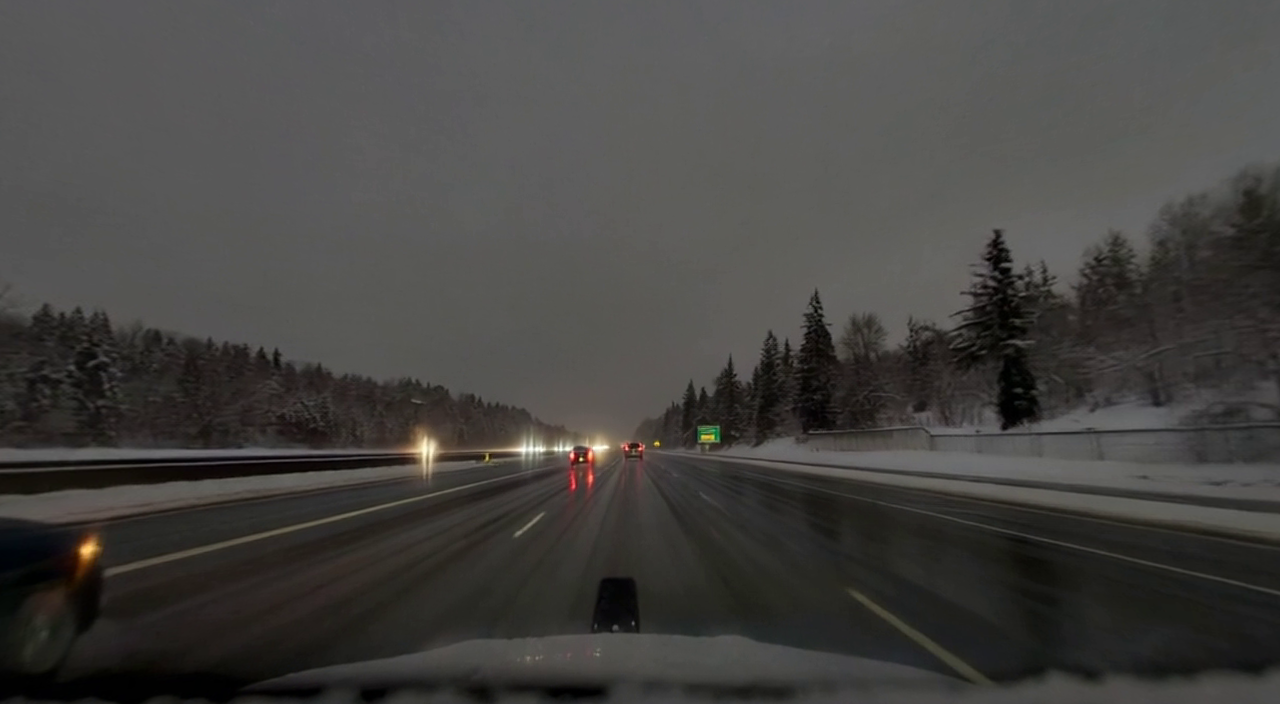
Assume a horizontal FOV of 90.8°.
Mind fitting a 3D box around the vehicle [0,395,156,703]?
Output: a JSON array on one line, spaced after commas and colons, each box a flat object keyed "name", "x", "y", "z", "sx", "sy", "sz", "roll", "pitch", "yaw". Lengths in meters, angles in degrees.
[{"name": "vehicle", "x": -3.948, "y": 0.731, "z": 1.225, "sx": 2.187, "sy": 1.527, "sz": 4.849, "roll": 0, "pitch": -8, "yaw": 0}]

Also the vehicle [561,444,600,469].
[{"name": "vehicle", "x": -3.925, "y": 7.000, "z": 42.471, "sx": 2.140, "sy": 1.574, "sz": 4.946, "roll": 0, "pitch": -8, "yaw": 0}]
